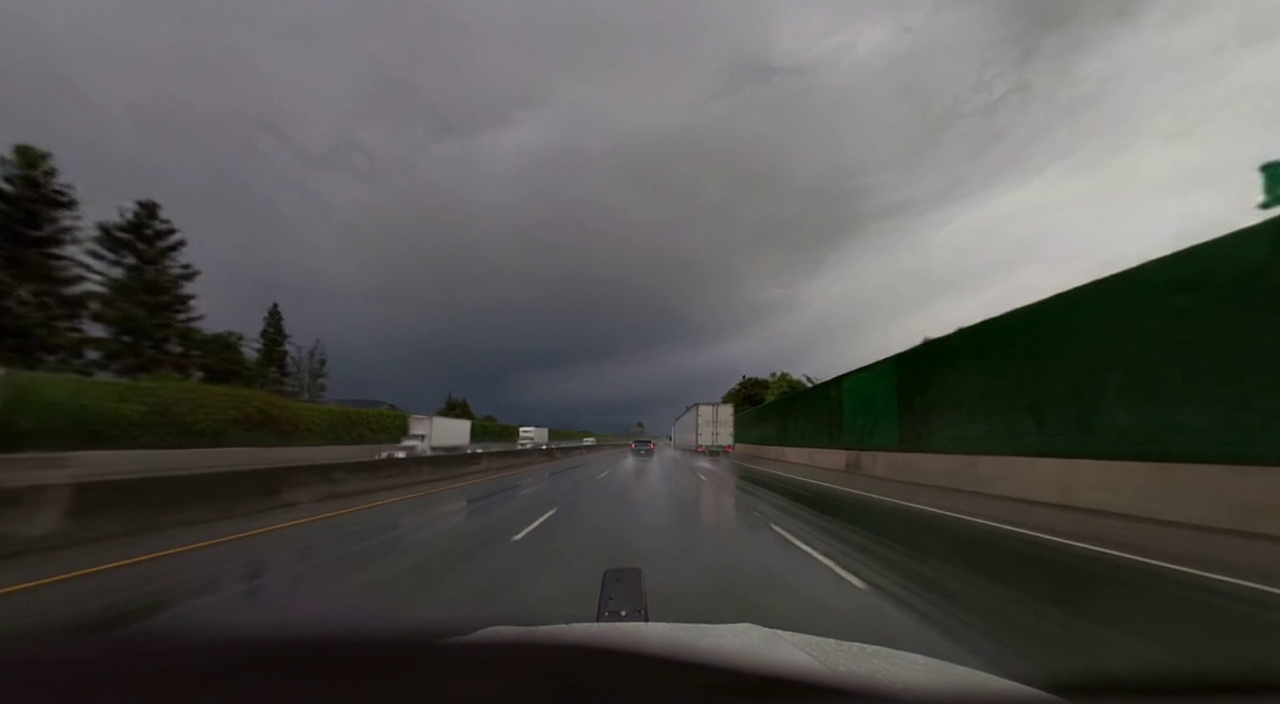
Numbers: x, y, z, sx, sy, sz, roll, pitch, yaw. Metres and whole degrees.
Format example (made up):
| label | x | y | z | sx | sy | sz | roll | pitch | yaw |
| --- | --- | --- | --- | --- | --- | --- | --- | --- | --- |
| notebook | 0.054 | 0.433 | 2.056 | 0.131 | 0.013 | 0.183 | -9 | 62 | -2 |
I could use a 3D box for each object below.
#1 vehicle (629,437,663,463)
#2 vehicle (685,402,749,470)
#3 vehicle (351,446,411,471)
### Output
| label | x | y | z | sx | sy | sz | roll | pitch | yaw |
| --- | --- | --- | --- | --- | --- | --- | --- | --- | --- |
| vehicle | 0.440 | 7.128 | 45.876 | 2.389 | 1.760 | 4.473 | 0 | -8 | 1 |
| vehicle | 4.154 | 4.788 | 35.739 | 2.742 | 3.383 | 8.285 | 0 | -8 | 1 |
| vehicle | -16.131 | 6.606 | 39.445 | 1.884 | 1.447 | 4.129 | 0 | -8 | 1 |
